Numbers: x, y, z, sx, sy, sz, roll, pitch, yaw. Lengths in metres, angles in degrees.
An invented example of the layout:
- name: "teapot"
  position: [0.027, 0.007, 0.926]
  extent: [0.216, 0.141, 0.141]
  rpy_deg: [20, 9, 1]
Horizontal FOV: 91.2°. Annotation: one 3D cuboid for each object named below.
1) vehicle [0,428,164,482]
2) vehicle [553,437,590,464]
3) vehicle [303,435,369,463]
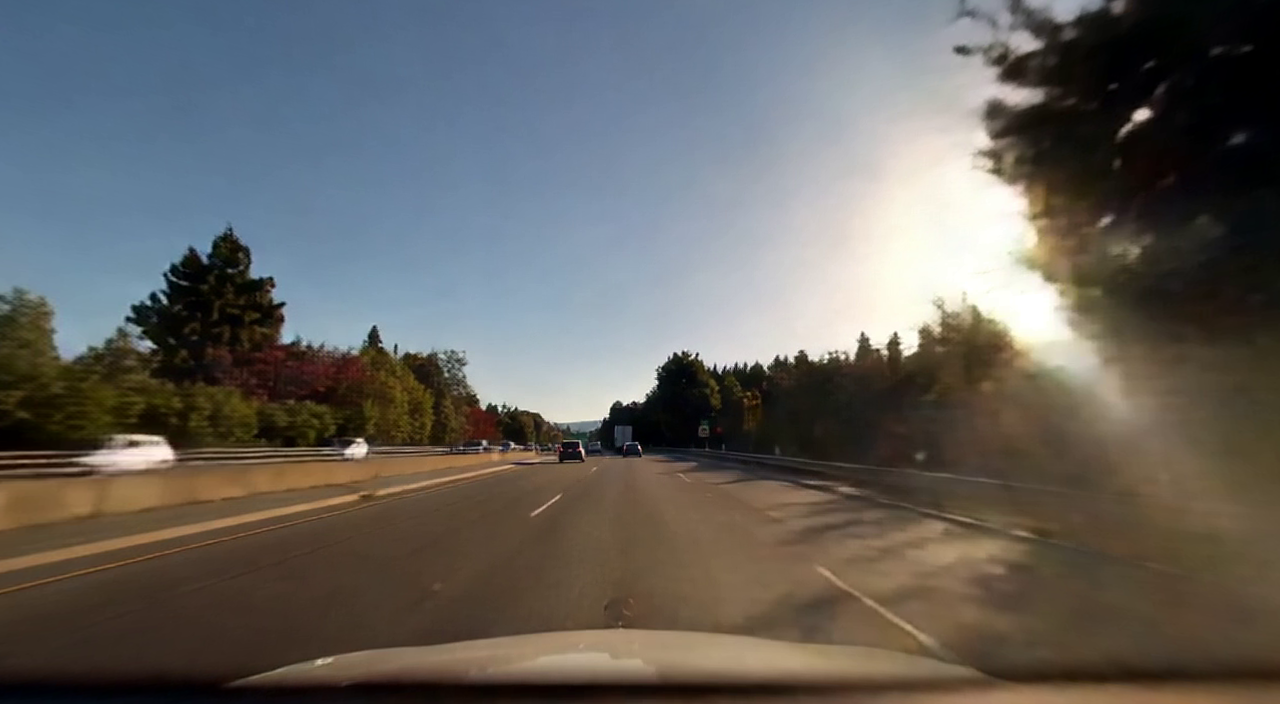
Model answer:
- name: "vehicle"
  position: [-17.222, 3.164, 19.411]
  extent: [1.857, 1.478, 3.924]
  rpy_deg: [0, -9, -1]
- name: "vehicle"
  position: [-4.528, 6.586, 41.845]
  extent: [2.098, 1.692, 4.038]
  rpy_deg: [0, -9, -1]
- name: "vehicle"
  position: [-17.326, 5.581, 35.981]
  extent: [1.842, 1.496, 4.022]
  rpy_deg: [0, -9, -1]
